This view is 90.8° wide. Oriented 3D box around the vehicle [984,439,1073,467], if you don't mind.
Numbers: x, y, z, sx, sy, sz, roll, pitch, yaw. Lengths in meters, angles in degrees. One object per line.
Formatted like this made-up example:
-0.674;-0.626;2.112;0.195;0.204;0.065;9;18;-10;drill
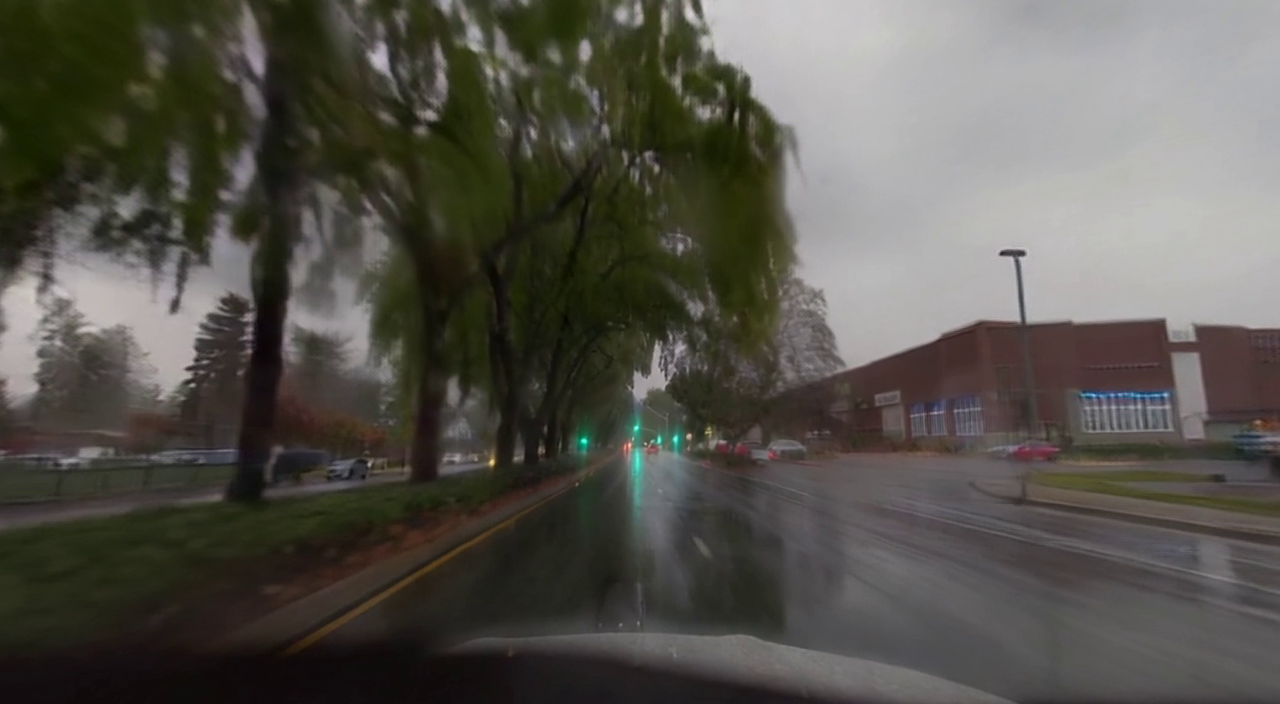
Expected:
23.634;6.151;38.509;4.518;1.599;1.850;2;-9;-14;vehicle

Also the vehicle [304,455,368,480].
-19.846;7.571;41.507;1.795;1.452;4.718;0;-9;1;vehicle

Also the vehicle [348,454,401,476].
-19.829;8.449;47.404;1.840;1.464;4.781;0;-9;1;vehicle

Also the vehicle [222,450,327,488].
-20.127;6.427;35.210;2.208;1.882;5.826;-1;-9;2;vehicle

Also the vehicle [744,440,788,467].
9.071;7.337;45.737;1.994;1.738;4.622;4;-9;-2;vehicle
